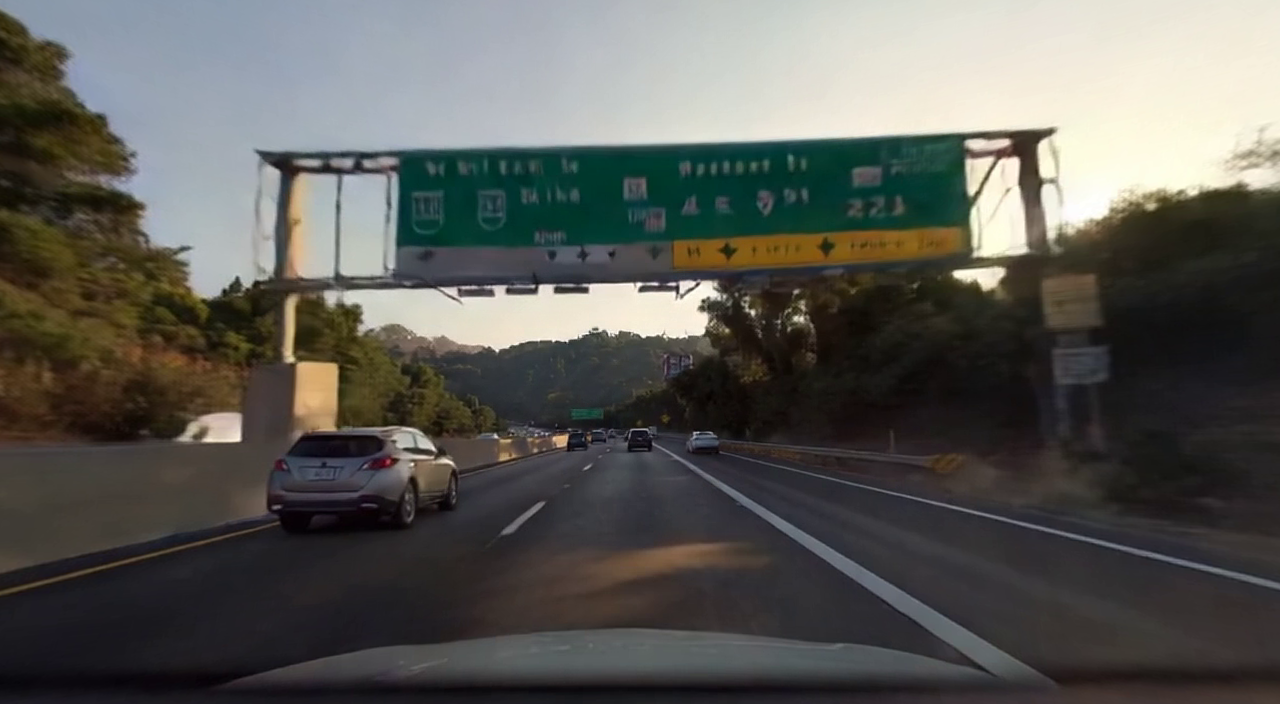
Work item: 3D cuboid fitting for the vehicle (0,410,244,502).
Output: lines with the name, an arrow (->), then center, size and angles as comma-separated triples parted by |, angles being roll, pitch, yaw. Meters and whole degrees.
vehicle -> -13.214, 2.624, 16.461 | 2.278, 1.972, 5.375 | 0, -8, 0

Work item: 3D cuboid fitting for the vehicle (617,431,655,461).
vehicle -> -0.191, 4.808, 32.504 | 1.869, 1.466, 3.356 | 0, -8, 0

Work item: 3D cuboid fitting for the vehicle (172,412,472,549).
vehicle -> -4.185, 1.753, 9.466 | 2.023, 1.512, 4.804 | 0, -8, 0

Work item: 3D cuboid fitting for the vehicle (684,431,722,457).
vehicle -> 3.775, 5.605, 38.505 | 1.841, 1.491, 3.869 | 0, -8, -2
